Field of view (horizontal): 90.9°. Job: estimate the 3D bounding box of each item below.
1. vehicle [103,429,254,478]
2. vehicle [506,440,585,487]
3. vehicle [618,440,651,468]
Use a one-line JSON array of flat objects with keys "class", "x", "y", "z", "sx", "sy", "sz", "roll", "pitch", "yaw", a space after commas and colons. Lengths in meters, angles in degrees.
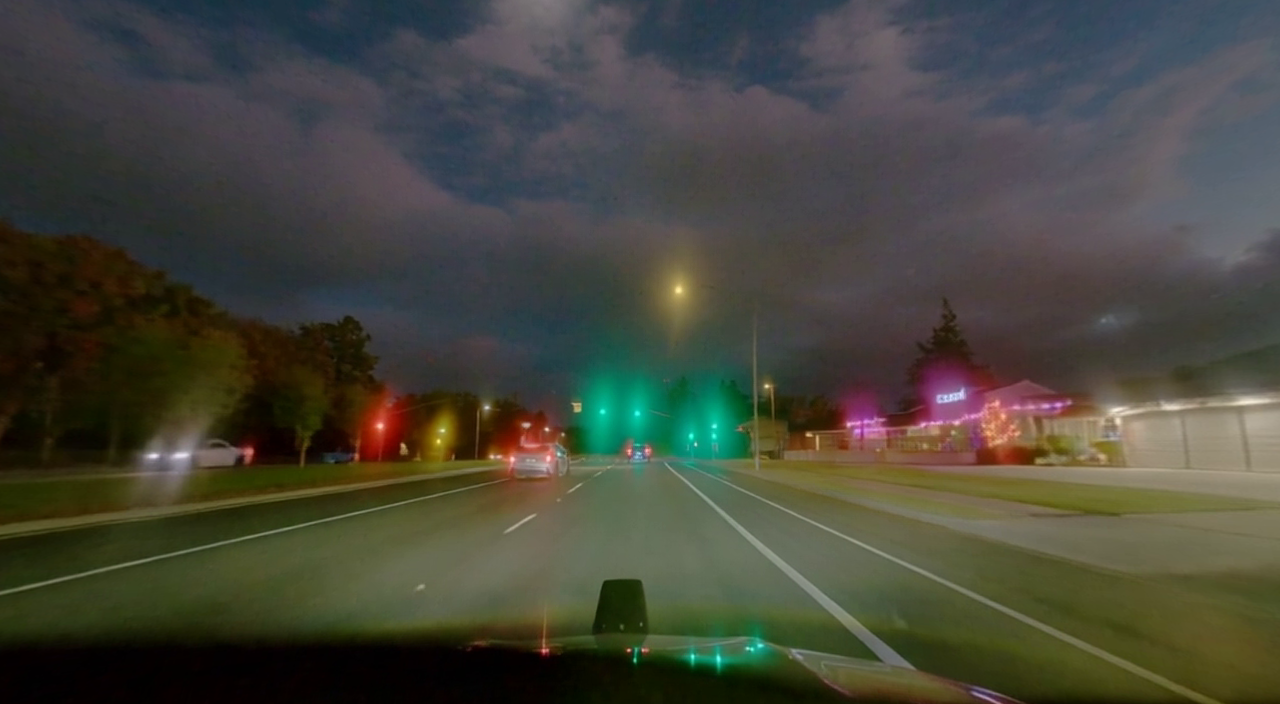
[{"class": "vehicle", "x": -20.523, "y": 4.540, "z": 28.476, "sx": 2.226, "sy": 1.987, "sz": 5.777, "roll": 0, "pitch": -8, "yaw": 3}, {"class": "vehicle", "x": -3.223, "y": 3.894, "z": 22.395, "sx": 2.015, "sy": 1.470, "sz": 4.458, "roll": 0, "pitch": -8, "yaw": 1}, {"class": "vehicle", "x": -0.360, "y": 6.987, "z": 43.368, "sx": 2.153, "sy": 1.764, "sz": 4.047, "roll": 0, "pitch": -8, "yaw": 0}]
